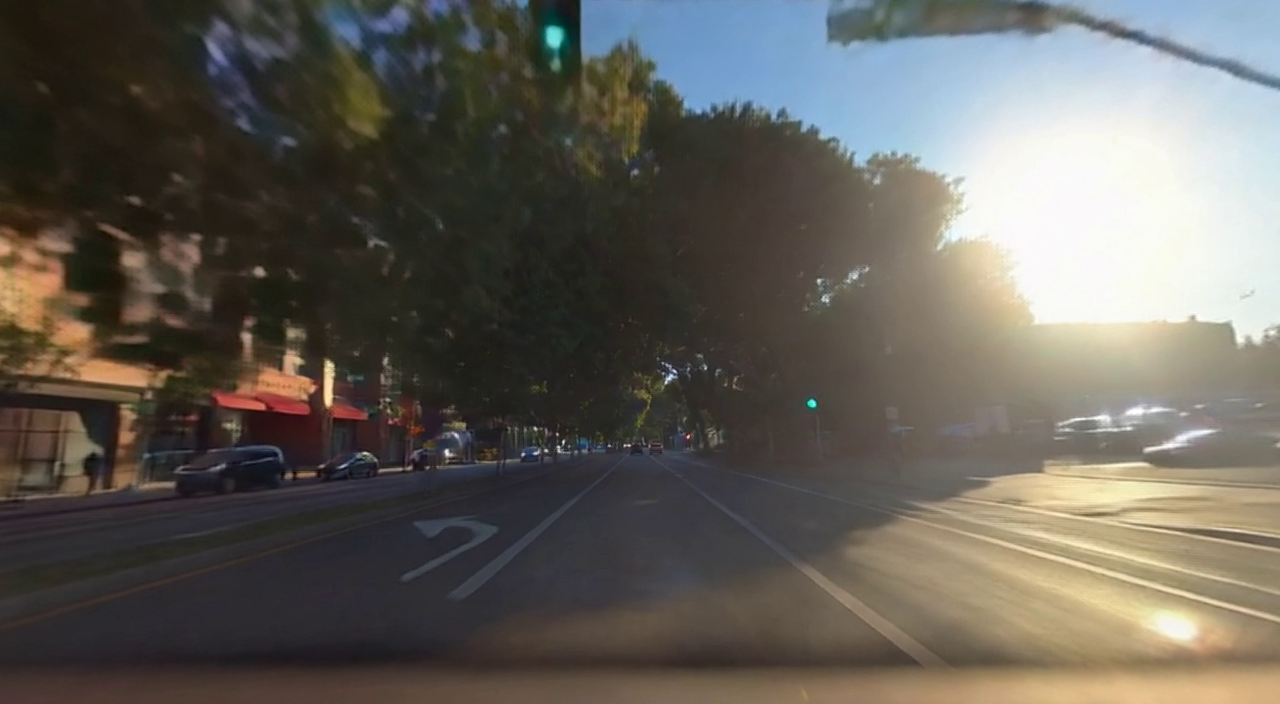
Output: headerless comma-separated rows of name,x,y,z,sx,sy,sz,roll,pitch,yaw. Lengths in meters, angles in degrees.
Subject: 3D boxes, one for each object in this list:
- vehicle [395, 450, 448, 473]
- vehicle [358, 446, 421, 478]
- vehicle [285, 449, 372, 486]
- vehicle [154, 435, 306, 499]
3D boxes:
vehicle,-15.264,7.647,44.451,1.929,1.471,4.919,0,-8,1
vehicle,-15.272,6.699,38.773,1.989,1.747,5.019,-1,-8,-2
vehicle,-15.349,5.691,31.434,1.892,1.624,4.645,0,-8,1
vehicle,-15.425,4.360,24.282,2.246,2.081,5.416,-1,-9,-1
